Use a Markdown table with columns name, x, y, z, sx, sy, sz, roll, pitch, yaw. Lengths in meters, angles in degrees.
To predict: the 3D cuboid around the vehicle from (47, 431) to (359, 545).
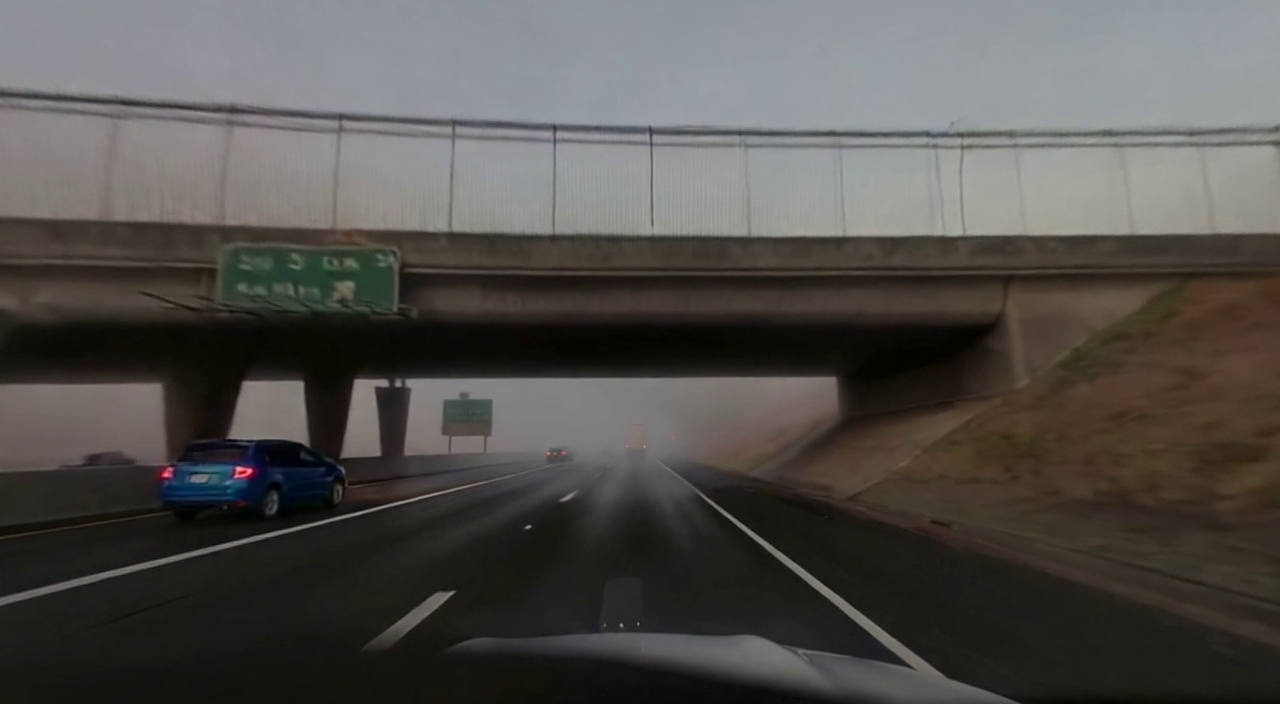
| name | x | y | z | sx | sy | sz | roll | pitch | yaw |
| --- | --- | --- | --- | --- | --- | --- | --- | --- | --- |
| vehicle | -7.028 | 2.212 | 10.970 | 2.096 | 1.541 | 4.610 | 0 | -8 | 0 |
